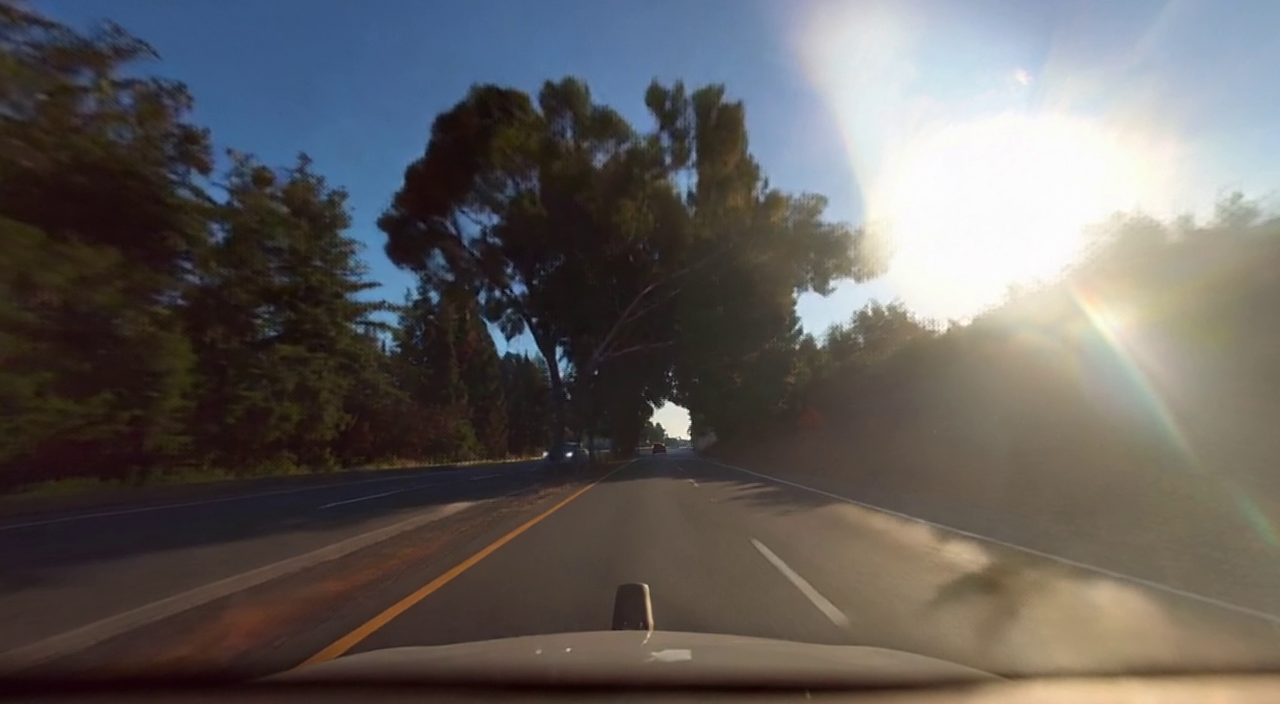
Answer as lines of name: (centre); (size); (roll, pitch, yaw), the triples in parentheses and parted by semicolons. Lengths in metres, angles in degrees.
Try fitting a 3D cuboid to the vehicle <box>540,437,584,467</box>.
vehicle: (-5.313, 6.872, 43.453); (2.341, 1.910, 4.785); (0, -8, 1)
